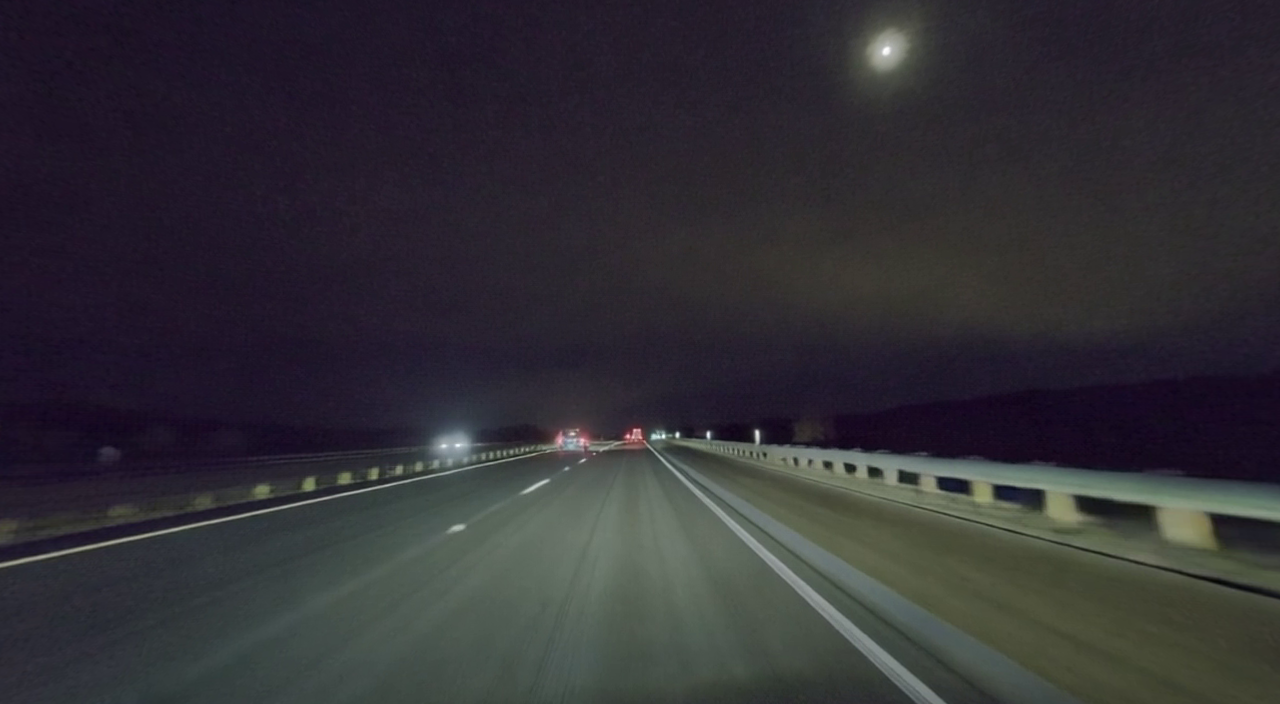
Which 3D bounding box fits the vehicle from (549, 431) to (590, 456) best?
[{"bbox_3d":[-4.542,5.974,41.364,2.149,1.532,4.905,0,-8,0],"label":"vehicle"}]
